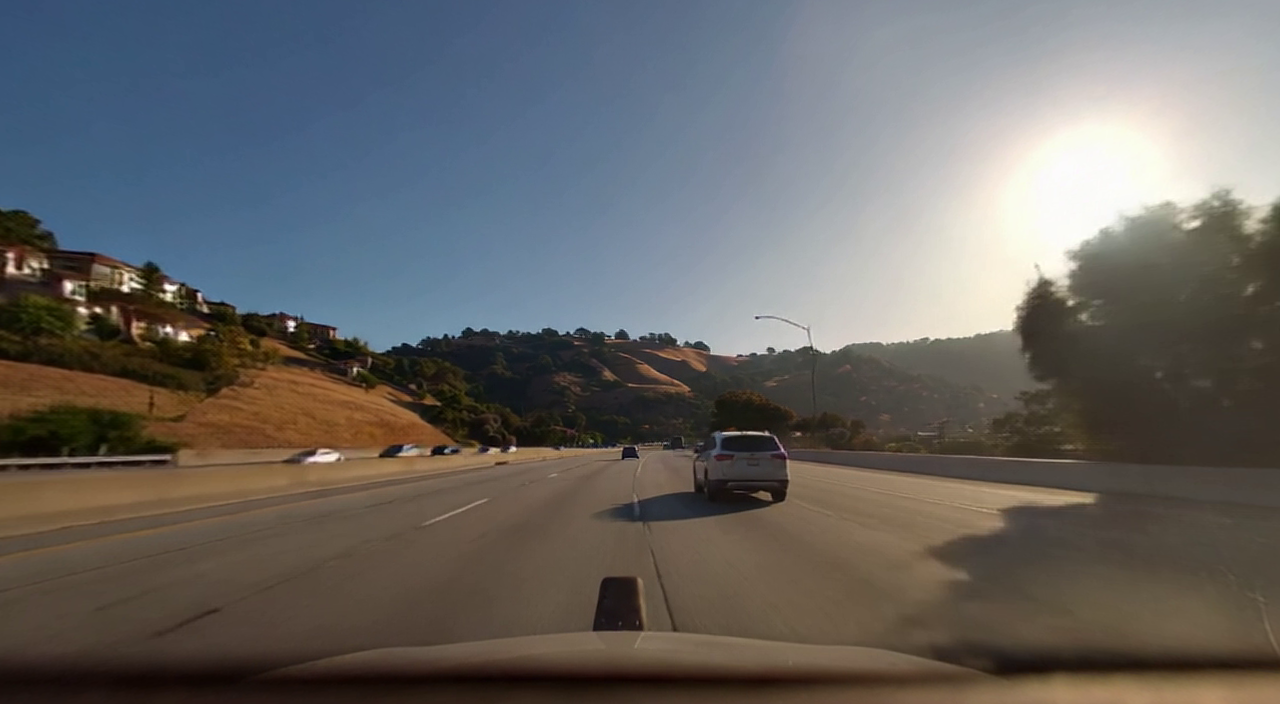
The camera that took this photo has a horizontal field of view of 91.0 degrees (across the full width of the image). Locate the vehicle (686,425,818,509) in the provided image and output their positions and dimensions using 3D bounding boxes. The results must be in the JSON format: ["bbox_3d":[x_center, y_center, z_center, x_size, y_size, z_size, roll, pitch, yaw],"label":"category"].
[{"bbox_3d":[2.565,2.786,15.755,2.318,1.766,4.587,0,-8,-2],"label":"vehicle"}]

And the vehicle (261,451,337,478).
[{"bbox_3d":[-19.689,6.480,36.571,1.897,1.452,4.335,0,-8,1],"label":"vehicle"}]
